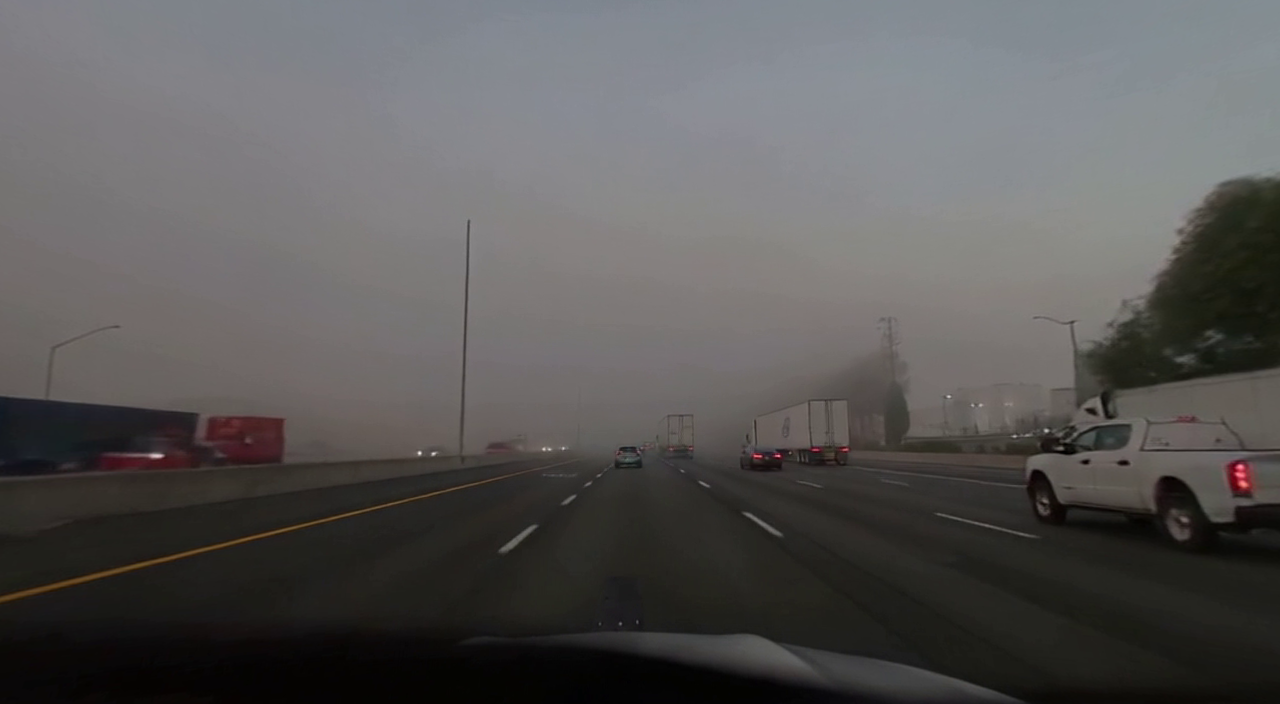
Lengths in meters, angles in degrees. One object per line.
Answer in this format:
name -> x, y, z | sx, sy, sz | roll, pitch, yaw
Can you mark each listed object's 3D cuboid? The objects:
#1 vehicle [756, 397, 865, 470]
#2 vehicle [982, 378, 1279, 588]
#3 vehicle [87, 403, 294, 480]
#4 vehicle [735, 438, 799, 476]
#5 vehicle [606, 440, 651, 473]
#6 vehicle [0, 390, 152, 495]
vehicle -> 11.358, 5.995, 44.967 | 2.898, 4.171, 17.188 | 0, -9, 0
vehicle -> 7.346, 1.613, 8.391 | 2.369, 2.007, 5.700 | 0, -9, 0
vehicle -> -20.191, 4.215, 29.490 | 2.748, 2.999, 9.297 | 0, -9, 0
vehicle -> 5.904, 4.951, 29.924 | 2.154, 1.658, 4.347 | 0, -9, 0
vehicle -> -0.580, 5.421, 32.929 | 2.163, 1.551, 4.180 | 0, -9, -1
vehicle -> -20.071, 2.730, 18.968 | 2.885, 3.005, 9.889 | 0, -9, 0
